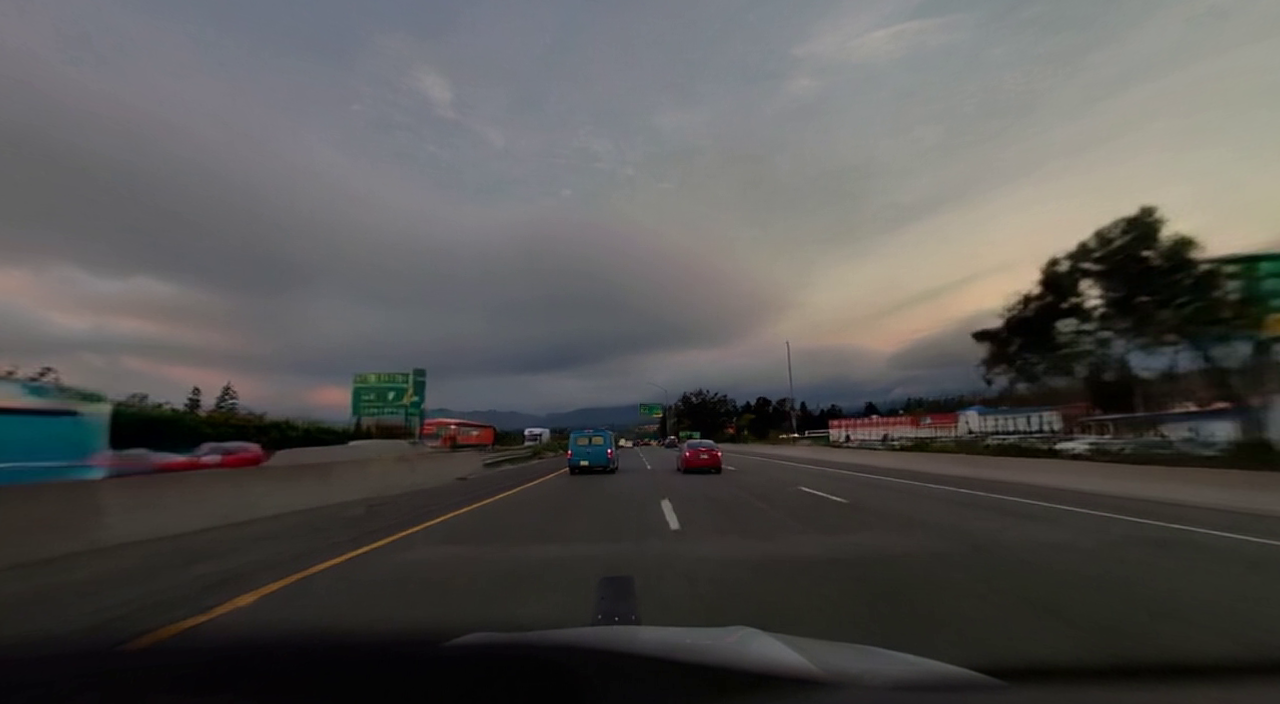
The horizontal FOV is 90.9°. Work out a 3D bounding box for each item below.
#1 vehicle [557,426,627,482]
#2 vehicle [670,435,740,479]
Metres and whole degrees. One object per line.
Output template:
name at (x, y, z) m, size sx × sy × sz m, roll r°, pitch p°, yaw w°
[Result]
vehicle at (-1.547, 3.510, 21.986) m, size 2.061 × 1.732 × 4.457 m, roll 0°, pitch -8°, yaw 0°
vehicle at (2.413, 4.025, 24.591) m, size 2.151 × 1.550 × 4.694 m, roll 0°, pitch -8°, yaw -1°
